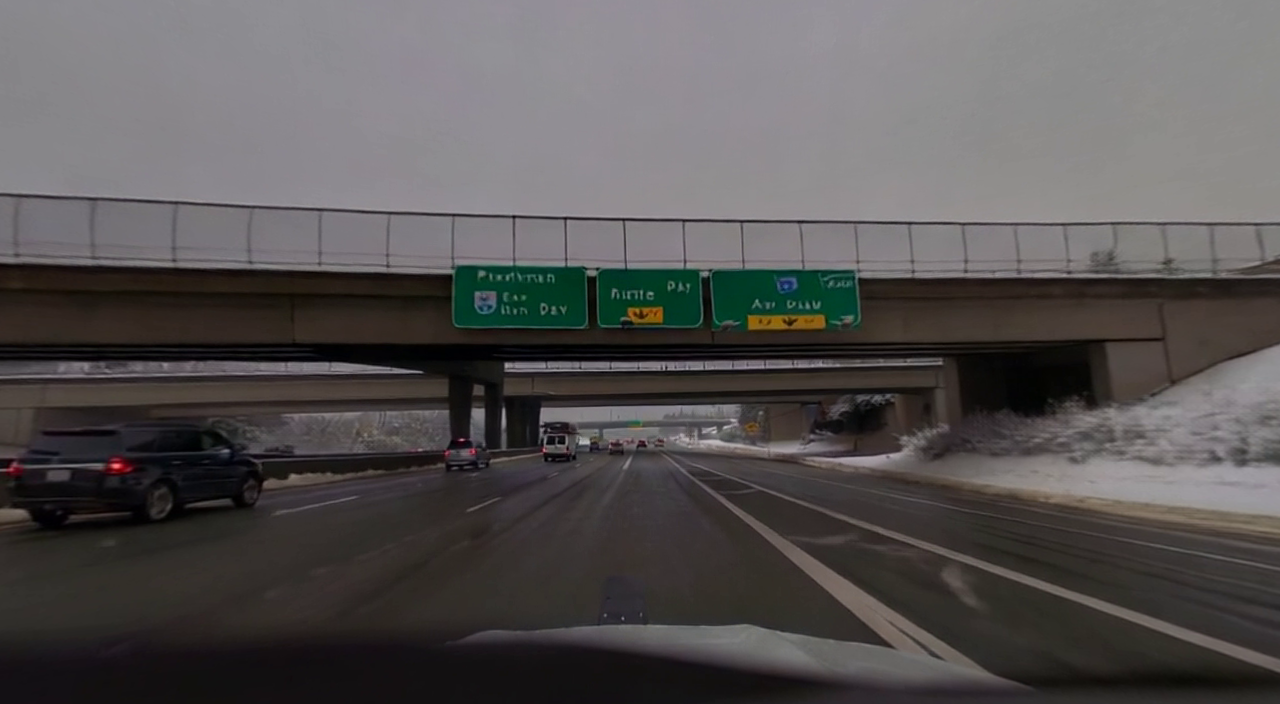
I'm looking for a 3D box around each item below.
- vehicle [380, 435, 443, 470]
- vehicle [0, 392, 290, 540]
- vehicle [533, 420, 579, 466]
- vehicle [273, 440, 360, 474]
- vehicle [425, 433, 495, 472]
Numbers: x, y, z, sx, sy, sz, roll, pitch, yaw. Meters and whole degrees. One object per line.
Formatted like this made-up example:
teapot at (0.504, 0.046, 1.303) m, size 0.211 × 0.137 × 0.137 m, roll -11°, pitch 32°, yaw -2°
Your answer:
vehicle at (-12.248, 5.423, 33.926) m, size 1.900 × 1.726 × 4.236 m, roll 0°, pitch -9°, yaw -1°
vehicle at (-8.392, 1.847, 10.681) m, size 2.179 × 1.948 × 4.618 m, roll 0°, pitch -9°, yaw -1°
vehicle at (-5.535, 6.140, 42.405) m, size 2.301 × 2.843 × 6.458 m, roll 0°, pitch -9°, yaw -1°
vehicle at (-15.459, 5.021, 30.303) m, size 1.863 × 1.499 × 4.455 m, roll 0°, pitch -9°, yaw -1°
vehicle at (-8.874, 5.015, 31.426) m, size 2.109 × 1.784 × 4.709 m, roll 0°, pitch -9°, yaw 0°
